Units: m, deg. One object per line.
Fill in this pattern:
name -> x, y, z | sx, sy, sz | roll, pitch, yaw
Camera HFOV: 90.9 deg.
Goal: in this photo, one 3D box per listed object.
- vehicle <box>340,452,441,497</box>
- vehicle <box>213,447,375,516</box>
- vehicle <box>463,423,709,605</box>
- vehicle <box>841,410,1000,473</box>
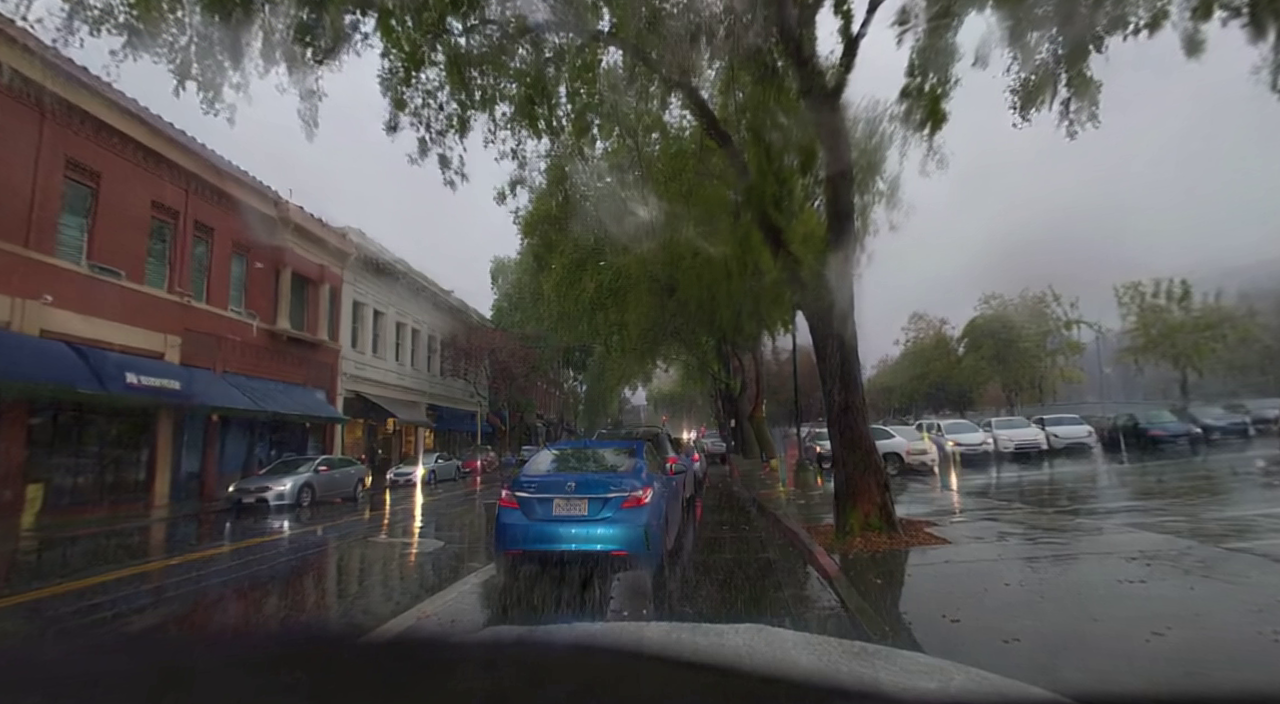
vehicle -> -10.251, 5.032, 26.283 | 1.826, 1.432, 4.556 | -7, -9, 8
vehicle -> -11.001, 4.069, 20.592 | 2.081, 1.718, 5.342 | -6, -9, 3
vehicle -> -0.271, 1.638, 7.305 | 1.939, 1.478, 3.922 | -1, -8, 9
vehicle -> 8.999, 2.833, 20.217 | 4.558, 1.528, 1.915 | -2, -7, -23
